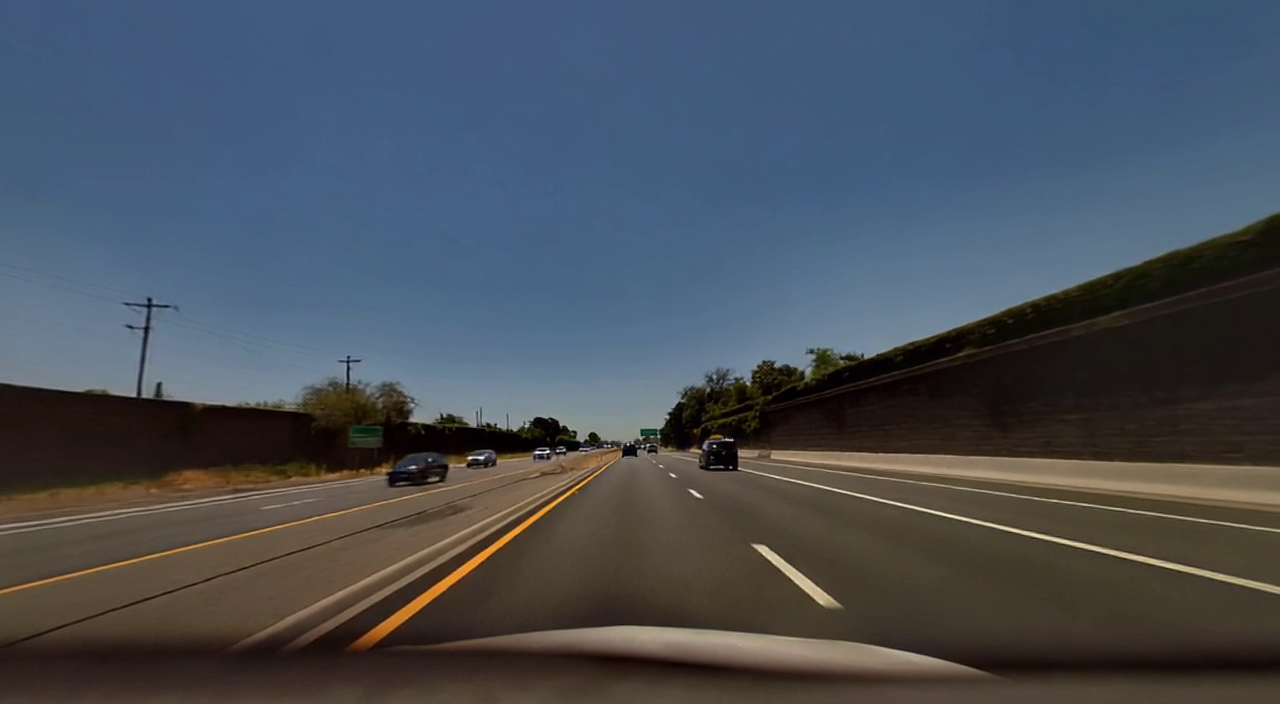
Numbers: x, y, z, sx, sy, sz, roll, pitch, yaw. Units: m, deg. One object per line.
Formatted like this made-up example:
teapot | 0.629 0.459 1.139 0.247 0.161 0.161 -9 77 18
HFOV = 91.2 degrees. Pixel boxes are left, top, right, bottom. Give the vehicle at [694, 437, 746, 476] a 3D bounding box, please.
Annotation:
vehicle | 3.536 4.675 28.287 1.972 1.614 4.025 -1 -9 2

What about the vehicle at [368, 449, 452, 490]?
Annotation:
vehicle | -9.771 5.016 27.058 1.967 1.569 4.519 0 -9 -1
